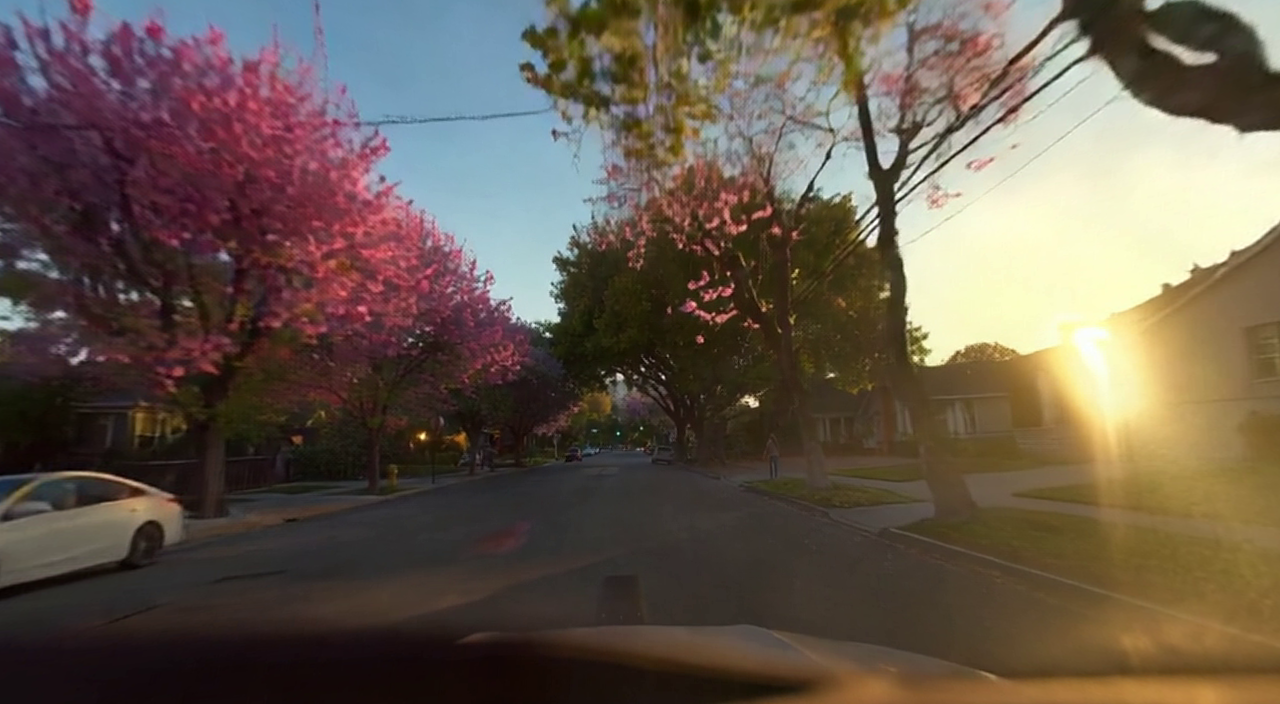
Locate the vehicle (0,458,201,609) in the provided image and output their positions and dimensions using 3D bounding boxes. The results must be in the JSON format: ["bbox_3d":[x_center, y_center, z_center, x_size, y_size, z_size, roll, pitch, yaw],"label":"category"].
[{"bbox_3d":[-6.966,1.908,6.808,1.766,1.320,3.947,-2,-8,-2],"label":"vehicle"}]
